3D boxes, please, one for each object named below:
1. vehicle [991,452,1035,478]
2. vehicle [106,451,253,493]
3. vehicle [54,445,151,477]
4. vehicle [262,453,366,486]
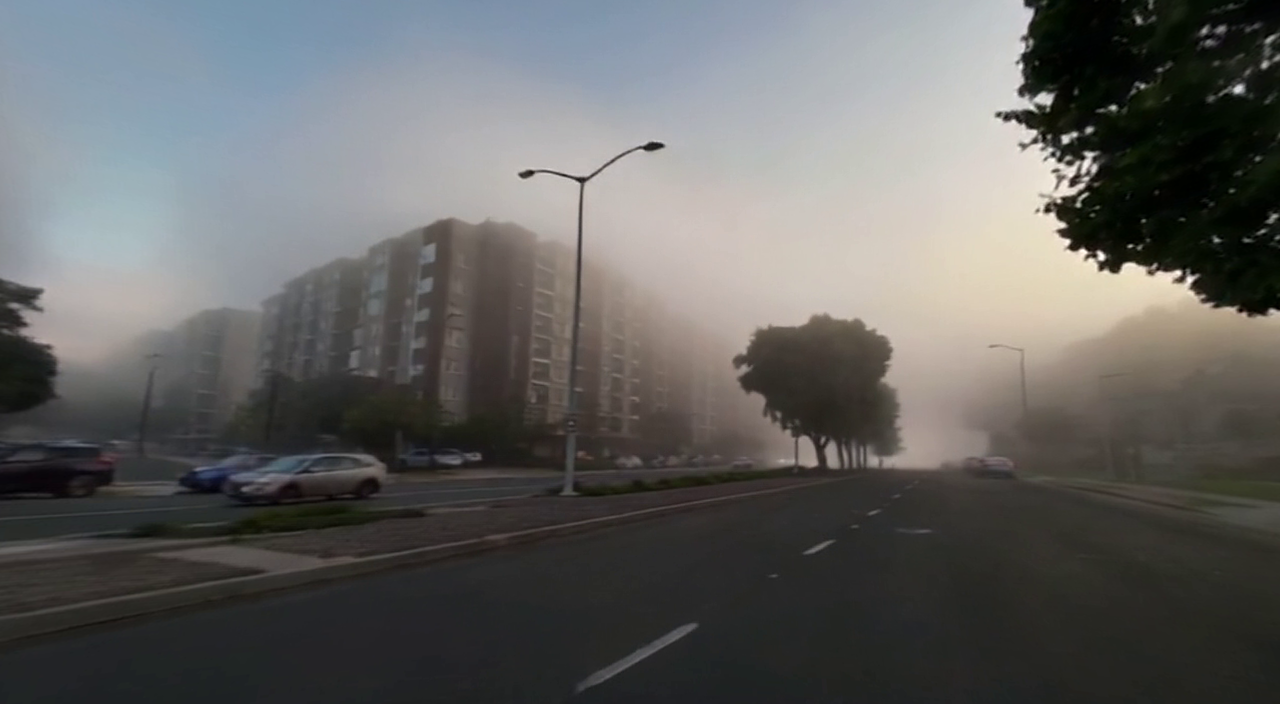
[{"bbox_3d":[28.827,8.688,48.757,2.241,1.877,4.810,-4,-9,23],"label":"vehicle"},{"bbox_3d":[-18.557,4.868,25.701,1.933,1.479,4.718,-4,-11,10],"label":"vehicle"},{"bbox_3d":[-26.620,5.353,31.182,4.220,1.450,2.086,-4,-10,27],"label":"vehicle"},{"bbox_3d":[-16.396,5.890,31.894,1.816,1.496,4.384,-4,-10,25],"label":"vehicle"}]
